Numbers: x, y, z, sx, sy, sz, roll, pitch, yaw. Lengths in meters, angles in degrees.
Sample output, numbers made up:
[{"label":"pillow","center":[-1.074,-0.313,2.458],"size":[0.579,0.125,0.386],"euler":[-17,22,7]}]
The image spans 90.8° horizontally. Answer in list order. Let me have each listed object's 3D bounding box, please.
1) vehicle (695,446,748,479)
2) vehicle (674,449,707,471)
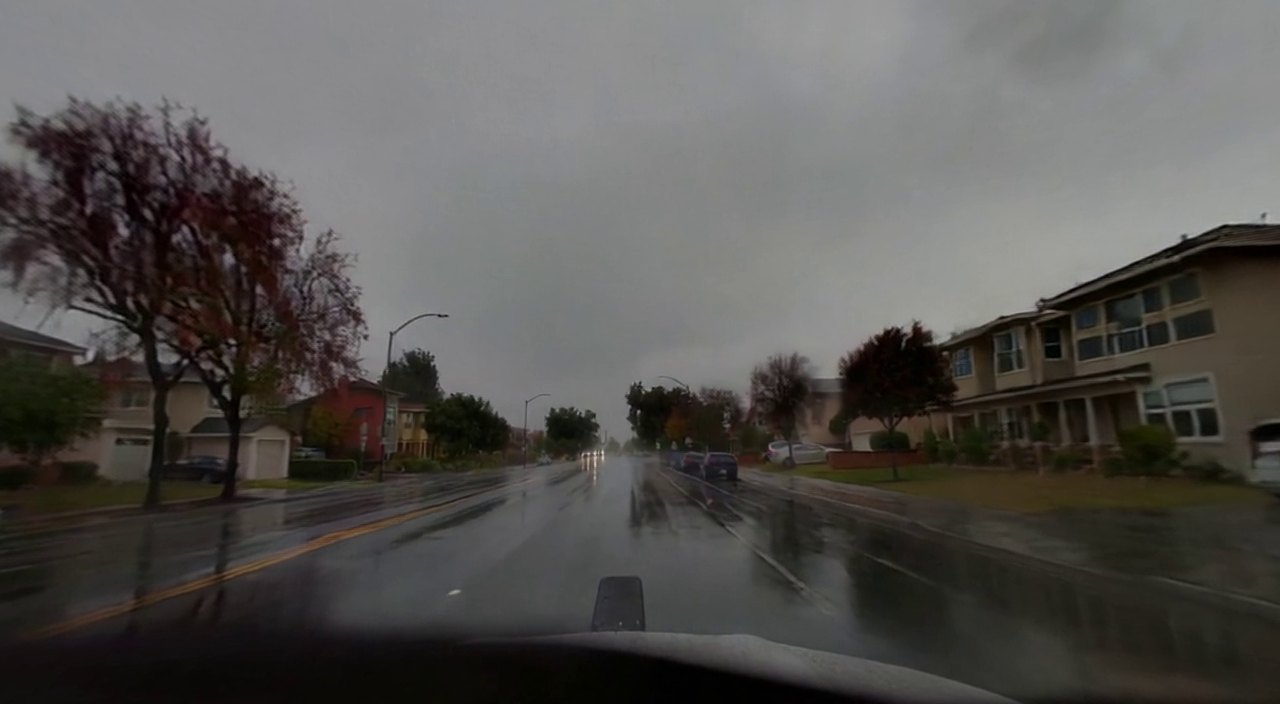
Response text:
[{"label":"vehicle","center":[4.177,5.770,33.160],"size":[1.971,1.558,4.895],"euler":[0,-10,-2]},{"label":"vehicle","center":[3.868,8.347,49.009],"size":[1.938,1.464,4.390],"euler":[0,-8,-4]}]
